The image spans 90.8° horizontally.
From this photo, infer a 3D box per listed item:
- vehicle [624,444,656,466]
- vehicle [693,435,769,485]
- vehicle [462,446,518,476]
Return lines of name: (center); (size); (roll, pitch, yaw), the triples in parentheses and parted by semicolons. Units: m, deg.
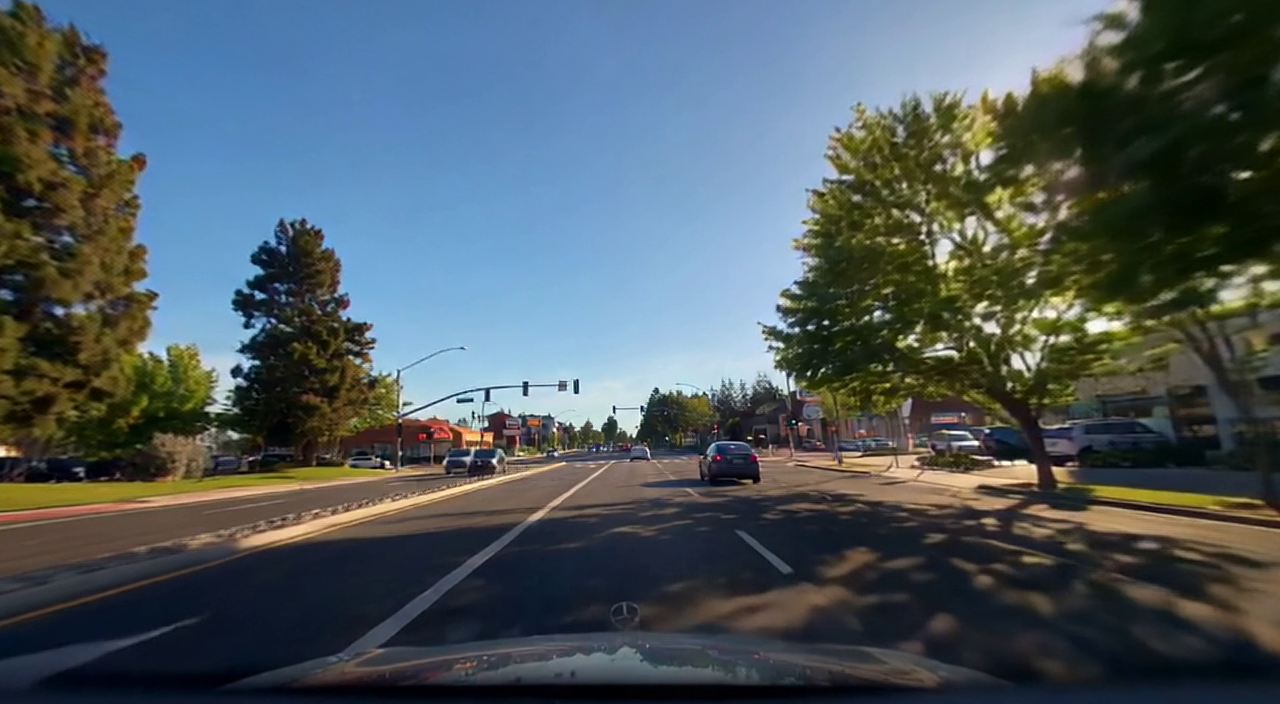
vehicle: (-0.003, 7.238, 44.582); (2.135, 1.468, 4.076); (0, -8, -1)
vehicle: (3.241, 3.952, 23.384); (2.022, 1.643, 4.326); (0, -8, -2)
vehicle: (-8.327, 6.064, 35.430); (1.990, 1.534, 4.630); (0, -8, 0)
